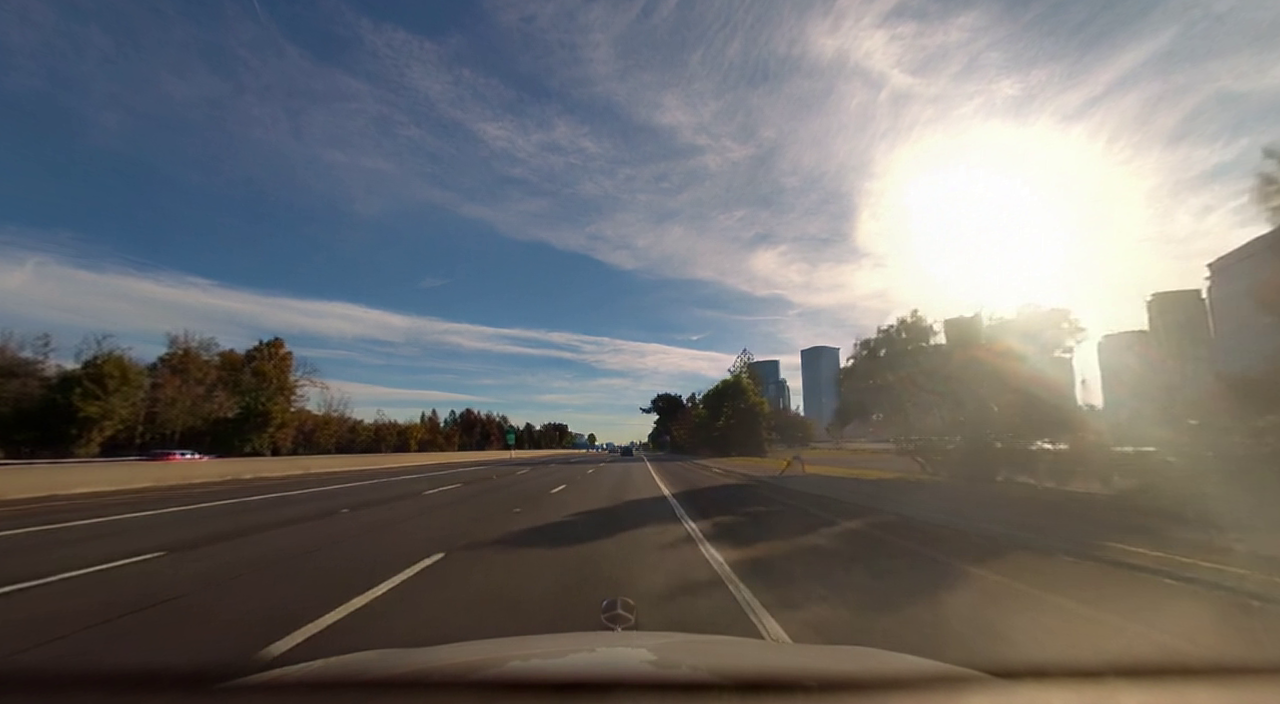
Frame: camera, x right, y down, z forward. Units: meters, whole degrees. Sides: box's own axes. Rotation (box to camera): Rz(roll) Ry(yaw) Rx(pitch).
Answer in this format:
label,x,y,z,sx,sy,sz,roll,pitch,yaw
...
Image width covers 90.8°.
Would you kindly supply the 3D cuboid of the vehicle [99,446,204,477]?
label,x,y,z,sx,sy,sz,roll,pitch,yaw
vehicle,-26.631,5.960,34.675,1.923,1.563,4.762,0,-9,1
